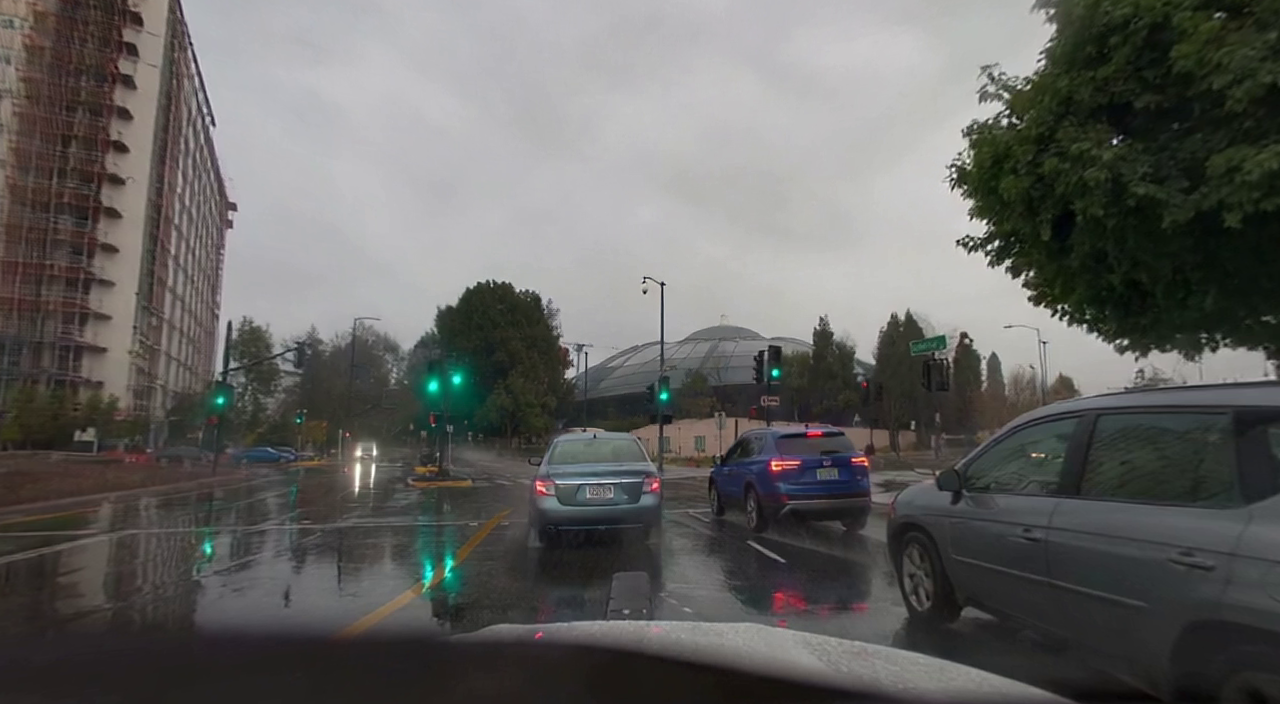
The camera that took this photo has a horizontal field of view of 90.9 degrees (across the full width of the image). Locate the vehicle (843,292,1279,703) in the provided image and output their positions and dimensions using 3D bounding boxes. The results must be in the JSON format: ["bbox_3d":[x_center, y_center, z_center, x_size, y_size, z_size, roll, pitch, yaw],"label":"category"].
[{"bbox_3d":[3.179,0.910,3.471,2.320,1.772,4.872,0,-9,-2],"label":"vehicle"}]

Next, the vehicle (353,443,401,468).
[{"bbox_3d":[-19.164,7.528,46.129,2.303,1.692,4.571,1,-9,-11],"label":"vehicle"}]

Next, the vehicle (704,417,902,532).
[{"bbox_3d":[2.717,2.174,11.806,2.103,1.710,4.396,1,-9,-7],"label":"vehicle"}]

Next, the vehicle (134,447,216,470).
[{"bbox_3d":[-33.074,7.531,44.823,4.653,1.459,2.228,-1,-8,17],"label":"vehicle"}]

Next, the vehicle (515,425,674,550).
[{"bbox_3d":[-0.876,2.098,10.471,2.132,1.632,3.889,1,-9,-8],"label":"vehicle"}]
